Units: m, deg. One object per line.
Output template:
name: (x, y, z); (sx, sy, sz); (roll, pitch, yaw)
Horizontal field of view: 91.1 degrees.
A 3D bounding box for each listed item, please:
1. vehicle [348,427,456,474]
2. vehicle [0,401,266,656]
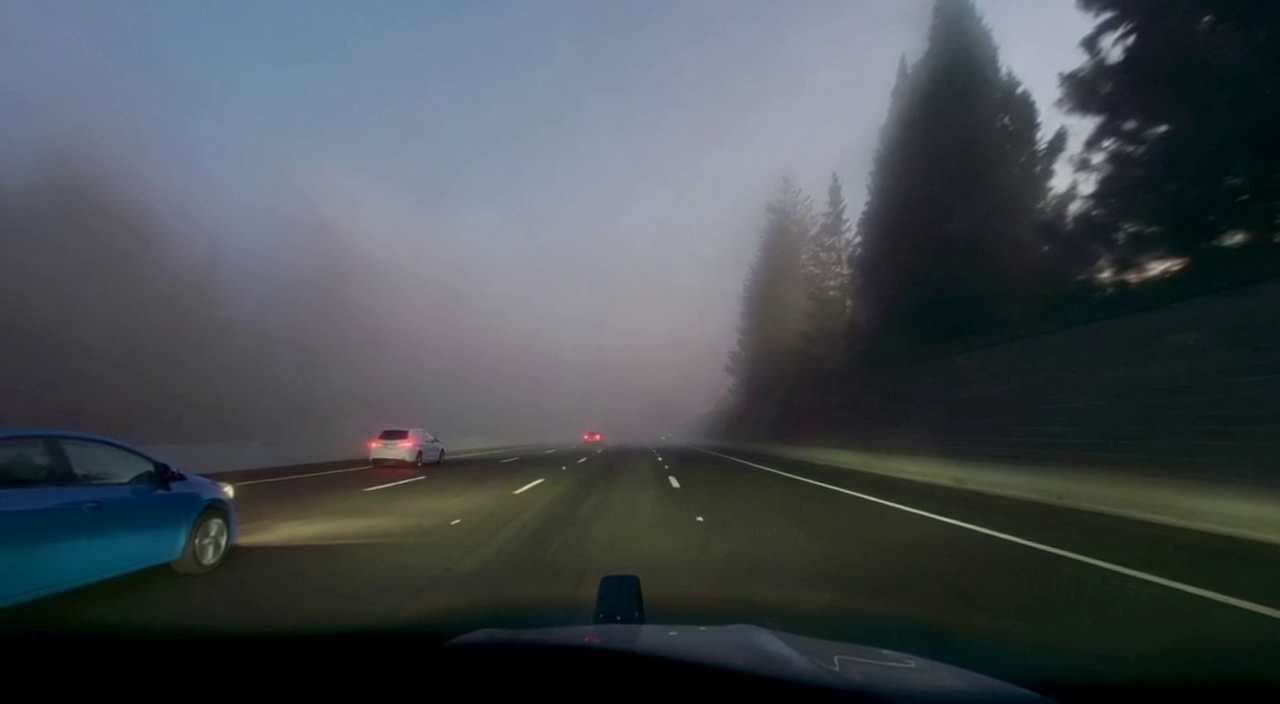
vehicle: (-8.748, 3.656, 23.661); (2.053, 1.582, 4.878); (0, -8, 1)
vehicle: (-4.830, 1.123, 4.297); (2.079, 1.500, 3.881); (0, -8, 1)
